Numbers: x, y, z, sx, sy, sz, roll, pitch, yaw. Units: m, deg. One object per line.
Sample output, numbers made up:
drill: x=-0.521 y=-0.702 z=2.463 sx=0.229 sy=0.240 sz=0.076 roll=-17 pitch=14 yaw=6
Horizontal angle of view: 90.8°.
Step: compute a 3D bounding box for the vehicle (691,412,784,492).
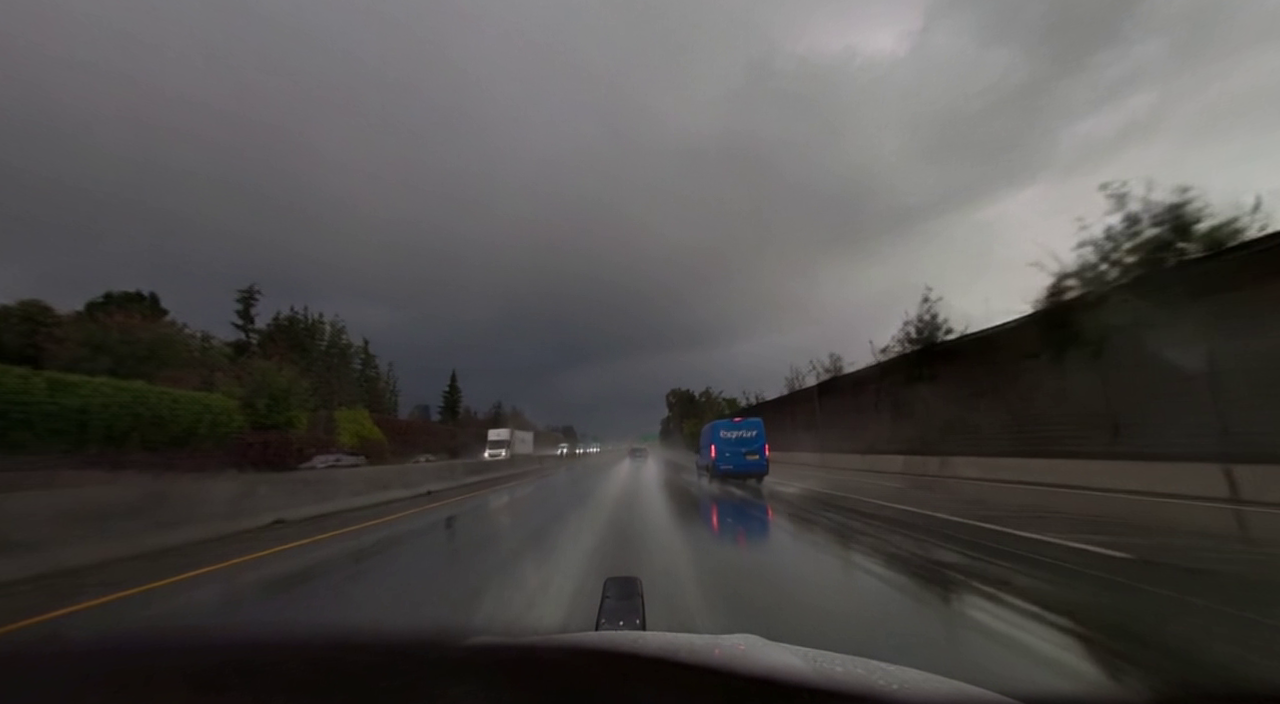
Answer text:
vehicle: x=3.411 y=3.726 z=23.549 sx=2.373 sy=2.561 sz=5.922 roll=0 pitch=-9 yaw=-2
